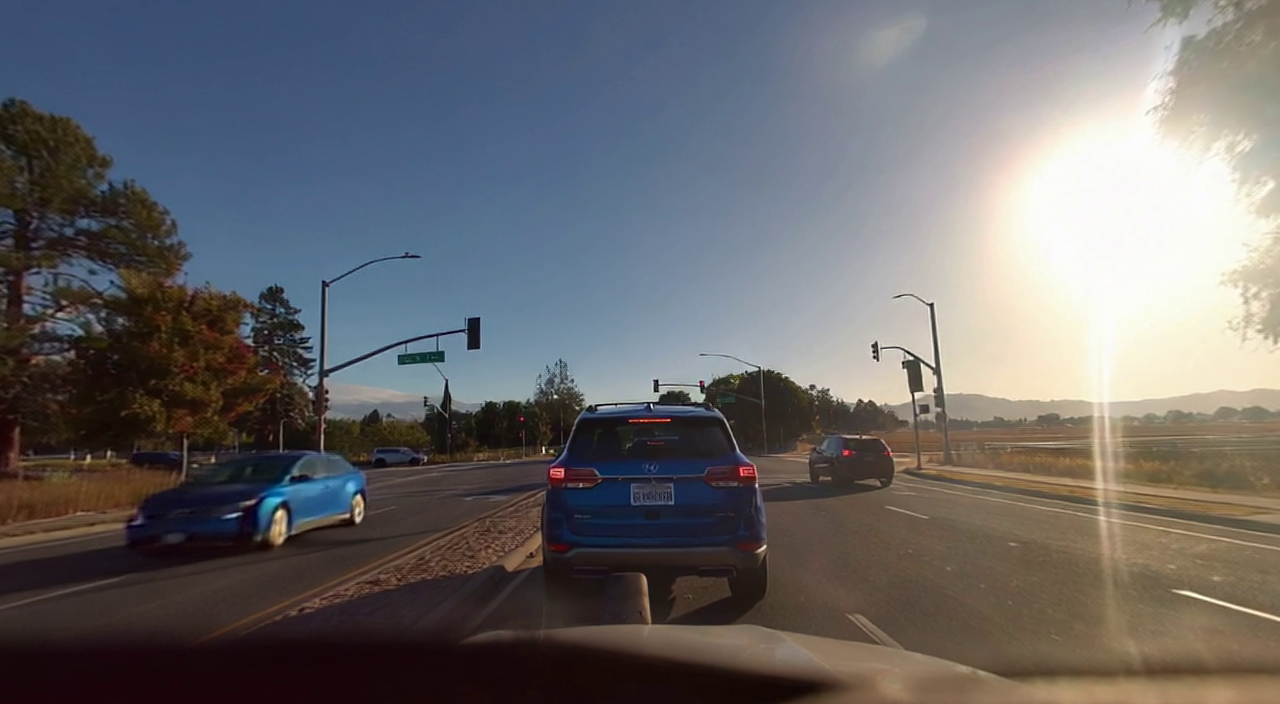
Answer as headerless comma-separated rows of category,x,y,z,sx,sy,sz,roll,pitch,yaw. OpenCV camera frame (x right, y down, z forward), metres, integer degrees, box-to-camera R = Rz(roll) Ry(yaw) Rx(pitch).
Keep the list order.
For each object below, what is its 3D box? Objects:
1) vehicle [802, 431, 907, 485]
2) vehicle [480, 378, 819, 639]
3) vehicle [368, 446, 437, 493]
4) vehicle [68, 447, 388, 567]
vehicle,7.113,3.560,21.446,2.012,1.636,4.352,0,-8,0
vehicle,0.053,1.363,6.448,2.298,1.770,4.138,0,-8,0
vehicle,-9.387,4.501,24.684,2.192,1.606,4.510,3,-9,-24
vehicle,-6.256,2.353,10.548,2.425,1.480,4.707,0,-8,-4
